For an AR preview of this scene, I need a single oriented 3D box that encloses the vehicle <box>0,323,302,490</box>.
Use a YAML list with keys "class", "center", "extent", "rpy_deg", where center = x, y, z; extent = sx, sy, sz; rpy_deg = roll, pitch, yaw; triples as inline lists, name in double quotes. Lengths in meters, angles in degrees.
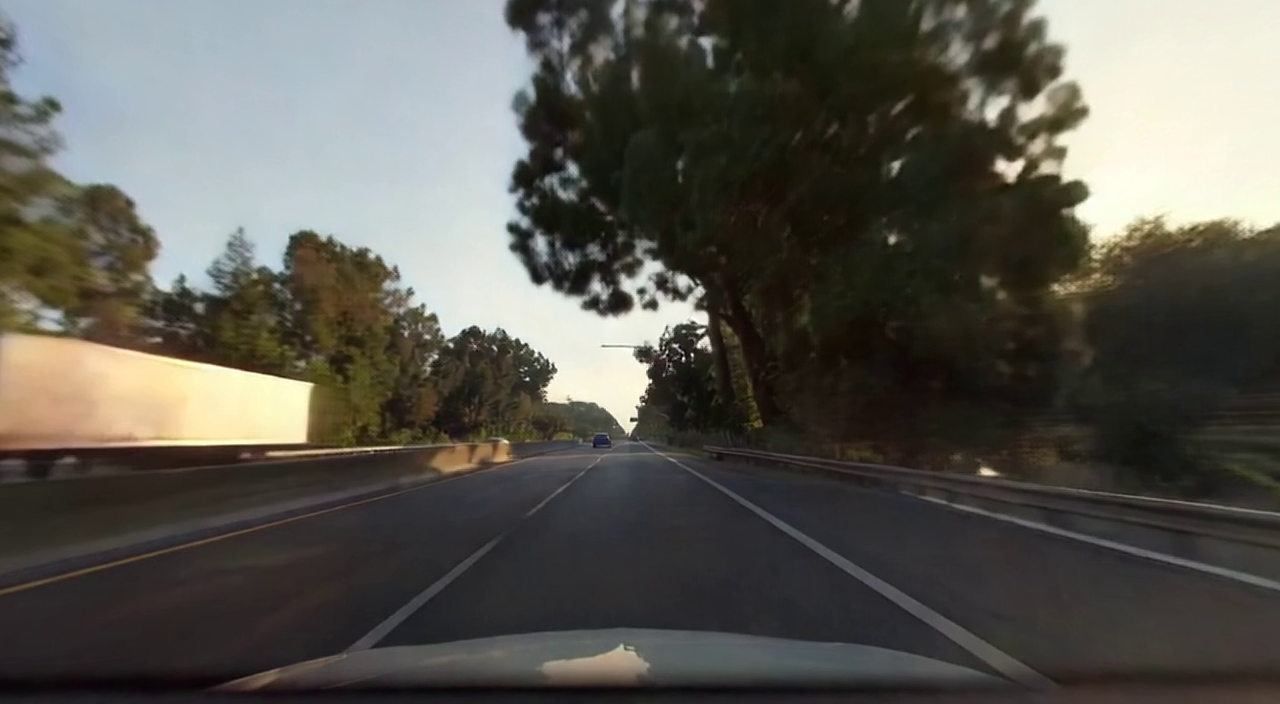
- class: "vehicle"
  center: [-17.086, 2.146, 21.423]
  extent: [2.947, 4.005, 15.108]
  rpy_deg: [0, -8, -1]
